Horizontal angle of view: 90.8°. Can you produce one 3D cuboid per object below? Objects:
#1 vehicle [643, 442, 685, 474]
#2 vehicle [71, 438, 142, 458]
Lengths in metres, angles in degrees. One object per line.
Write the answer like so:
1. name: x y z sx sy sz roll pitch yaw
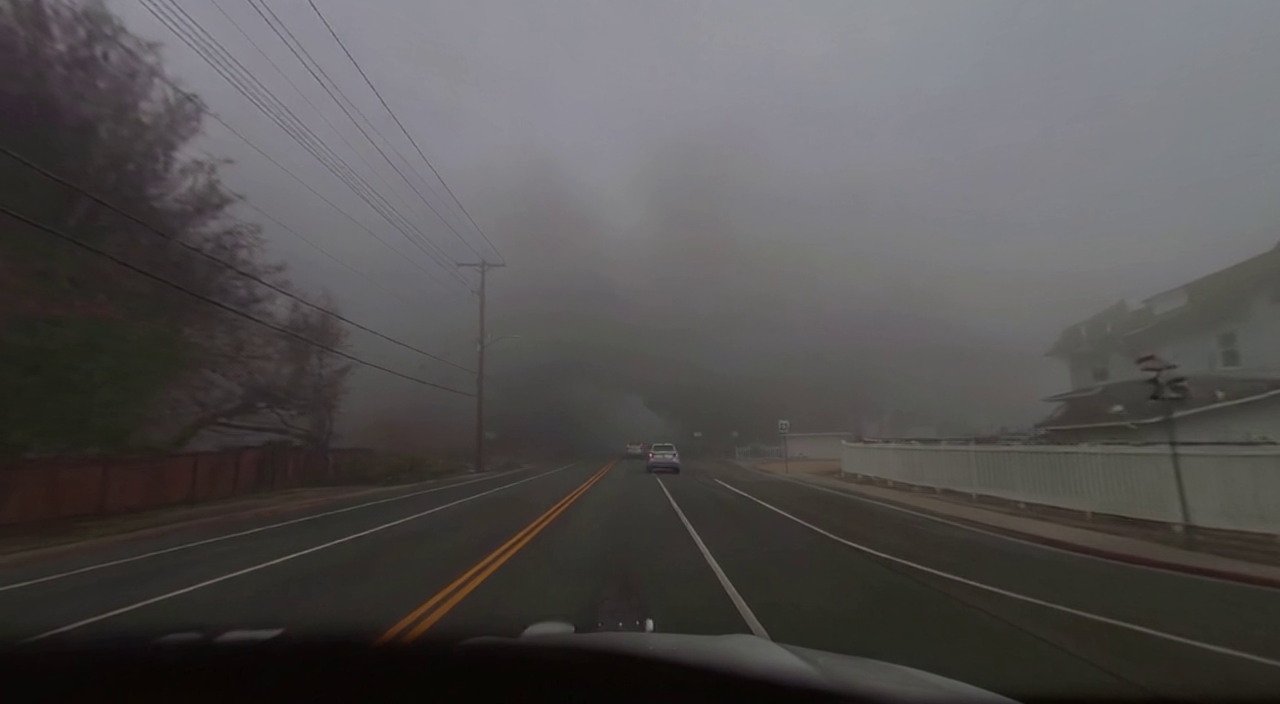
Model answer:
1. vehicle: 1.126 5.221 31.294 1.975 1.497 3.647 0 -9 0
2. vehicle: -40.352 7.256 47.817 3.825 1.441 1.672 0 -8 1
